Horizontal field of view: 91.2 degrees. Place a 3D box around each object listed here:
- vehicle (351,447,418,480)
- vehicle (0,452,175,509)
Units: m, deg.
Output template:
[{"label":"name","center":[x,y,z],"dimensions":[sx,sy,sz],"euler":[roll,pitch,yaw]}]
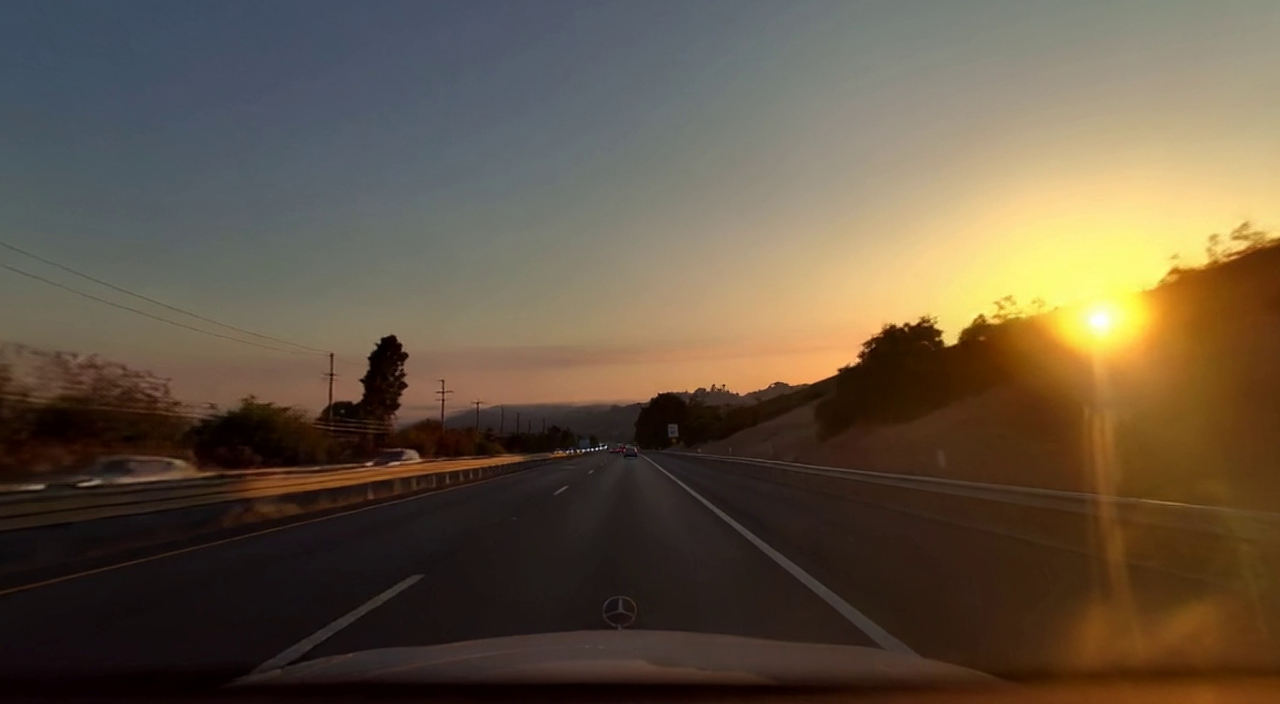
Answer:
[{"label":"vehicle","center":[-12.959,5.659,32.032],"dimensions":[1.882,1.550,4.112],"euler":[0,-9,-4]},{"label":"vehicle","center":[-17.474,4.028,20.150],"dimensions":[1.888,1.579,4.230],"euler":[0,-9,-3]}]
